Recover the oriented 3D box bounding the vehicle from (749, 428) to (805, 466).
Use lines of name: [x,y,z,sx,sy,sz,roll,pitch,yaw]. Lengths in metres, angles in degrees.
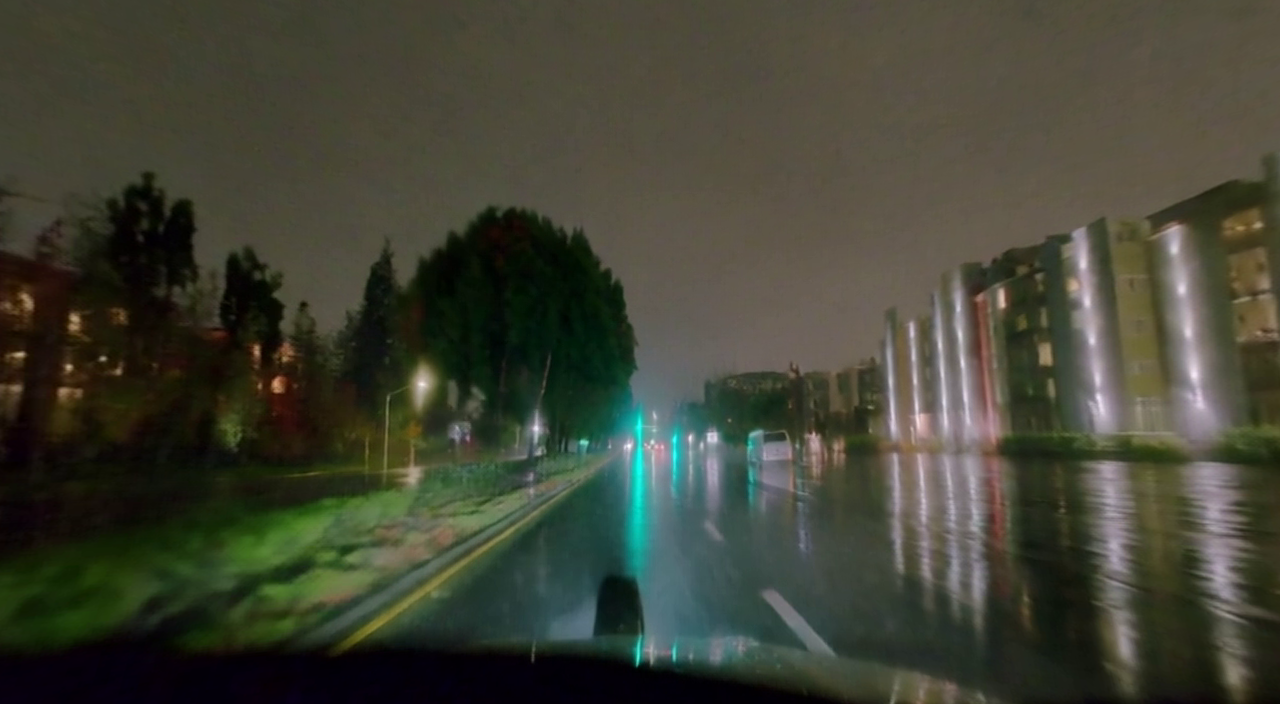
vehicle: [9.740,6.822,45.565,2.456,2.534,5.930,0,-9,-3]
